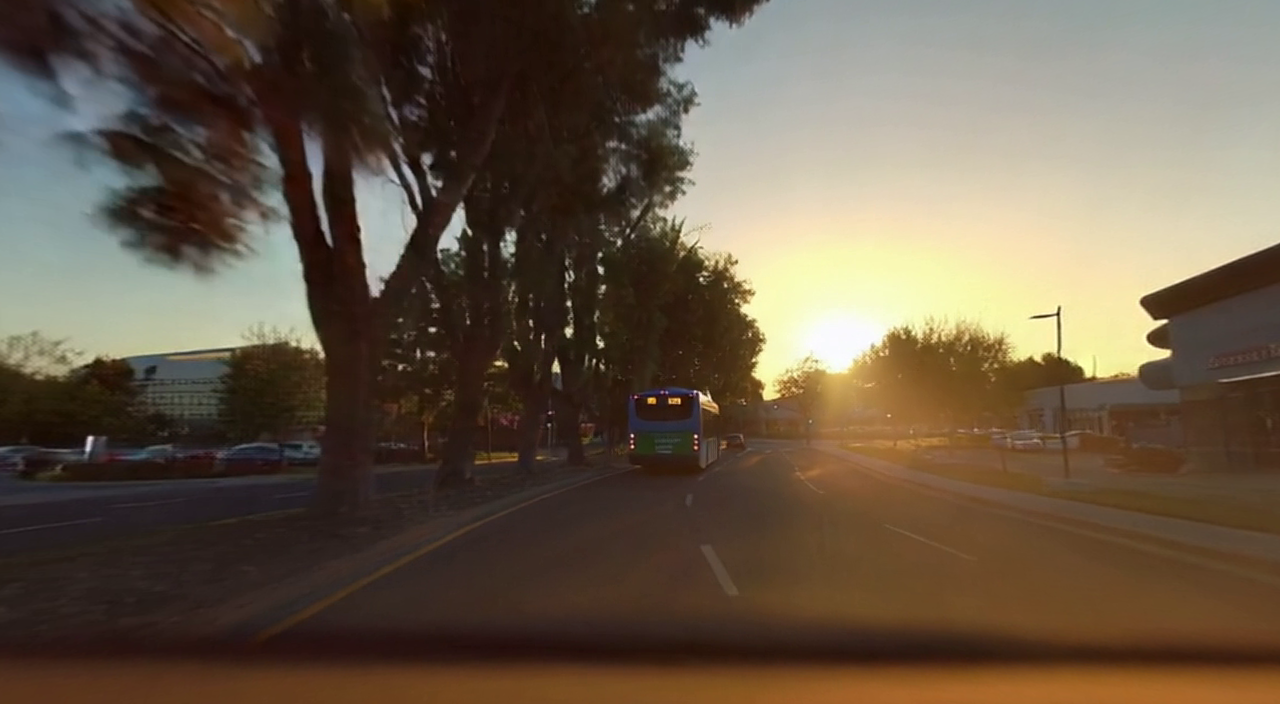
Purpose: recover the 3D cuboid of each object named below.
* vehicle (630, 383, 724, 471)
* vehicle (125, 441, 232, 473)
[{"bbox_3d":[2.119,3.731,30.078,3.031,3.429,11.005,-2,-9,11],"label":"vehicle"},{"bbox_3d":[-26.066,5.935,35.769,1.798,1.484,4.546,-5,-7,24],"label":"vehicle"}]
